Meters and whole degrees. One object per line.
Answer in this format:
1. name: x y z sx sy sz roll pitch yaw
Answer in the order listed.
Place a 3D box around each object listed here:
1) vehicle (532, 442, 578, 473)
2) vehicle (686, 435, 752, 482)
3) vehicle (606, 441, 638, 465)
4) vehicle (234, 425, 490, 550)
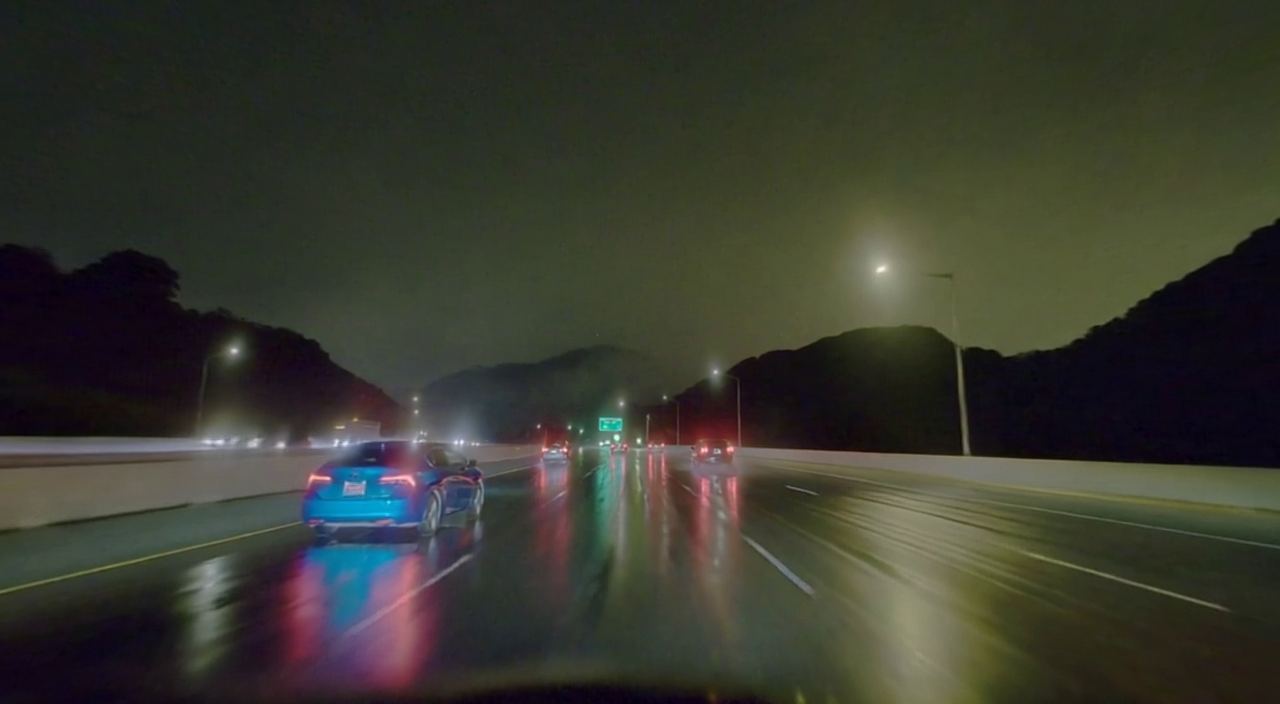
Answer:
1. vehicle: -4.307 5.371 32.287 1.796 1.464 3.839 0 -9 0
2. vehicle: 3.308 4.562 27.327 2.222 1.820 4.733 0 -9 -1
3. vehicle: -1.226 7.042 44.079 2.147 1.572 4.094 0 -9 -1
4. vehicle: -3.921 1.990 9.899 1.993 1.500 4.248 0 -9 1
